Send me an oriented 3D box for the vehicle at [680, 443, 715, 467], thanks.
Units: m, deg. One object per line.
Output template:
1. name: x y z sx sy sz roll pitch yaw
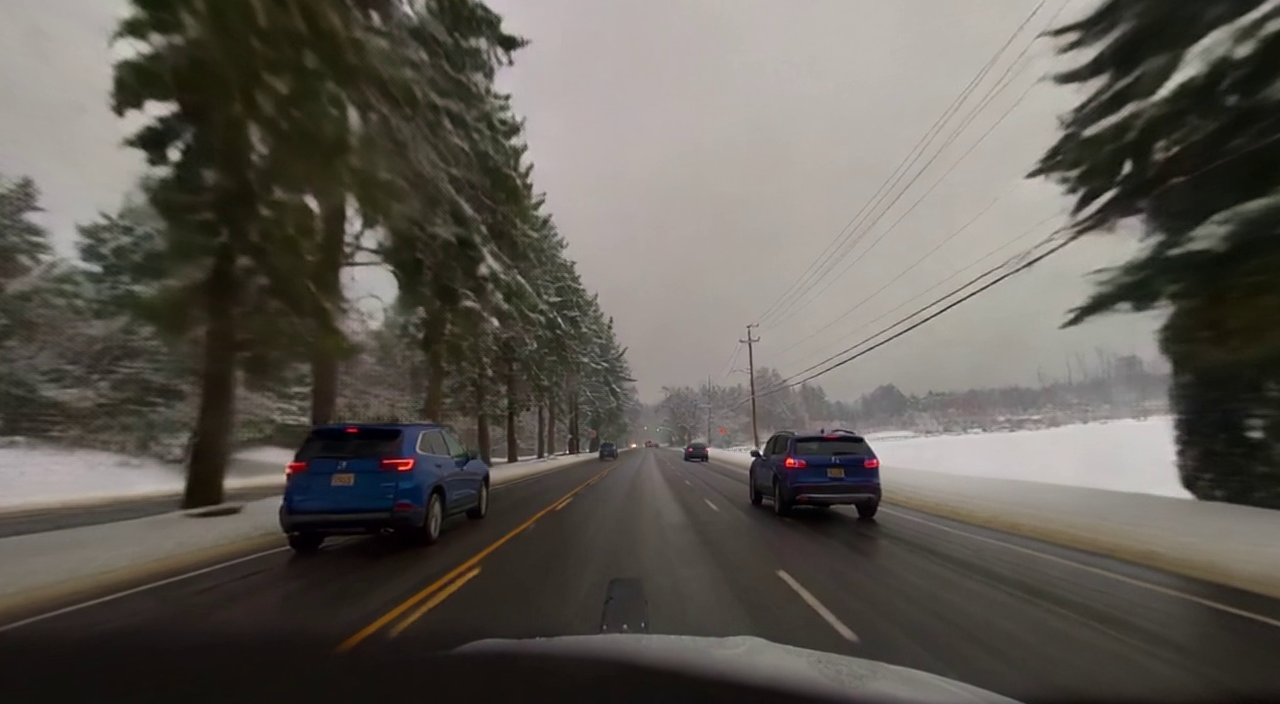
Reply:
1. vehicle: 3.844 6.914 42.520 1.906 1.468 4.422 0 -8 0

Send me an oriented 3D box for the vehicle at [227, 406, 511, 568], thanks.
1. vehicle: -3.473 1.824 9.286 2.104 1.785 4.494 0 -8 1

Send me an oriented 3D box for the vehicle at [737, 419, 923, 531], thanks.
1. vehicle: 3.337 2.262 12.210 2.182 1.744 4.464 0 -8 0
